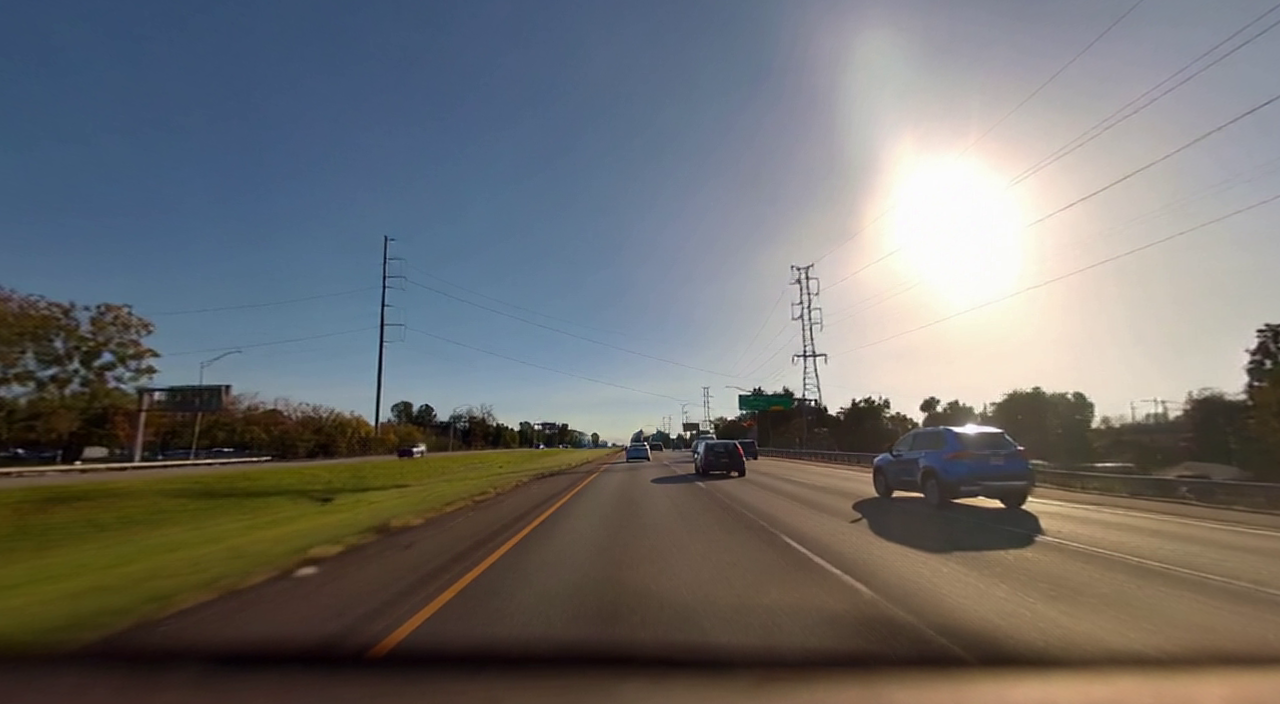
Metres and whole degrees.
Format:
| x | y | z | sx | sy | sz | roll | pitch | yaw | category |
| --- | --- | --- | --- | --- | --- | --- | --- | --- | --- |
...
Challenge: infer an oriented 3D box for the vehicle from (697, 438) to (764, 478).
| x | y | z | sx | sy | sz | roll | pitch | yaw | category |
| --- | --- | --- | --- | --- | --- | --- | --- | --- | --- |
| 3.594 | 4.289 | 25.801 | 1.978 | 1.488 | 4.252 | 0 | -8 | -2 | vehicle |

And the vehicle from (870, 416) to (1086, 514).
| x | y | z | sx | sy | sz | roll | pitch | yaw | category |
| --- | --- | --- | --- | --- | --- | --- | --- | --- | --- |
| 7.174 | 2.447 | 14.196 | 2.114 | 1.800 | 4.779 | 0 | -8 | -1 | vehicle |

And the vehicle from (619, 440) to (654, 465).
| x | y | z | sx | sy | sz | roll | pitch | yaw | category |
| --- | --- | --- | --- | --- | --- | --- | --- | --- | --- |
| -0.229 | 6.264 | 39.401 | 2.085 | 1.449 | 3.860 | 0 | -8 | -1 | vehicle |
